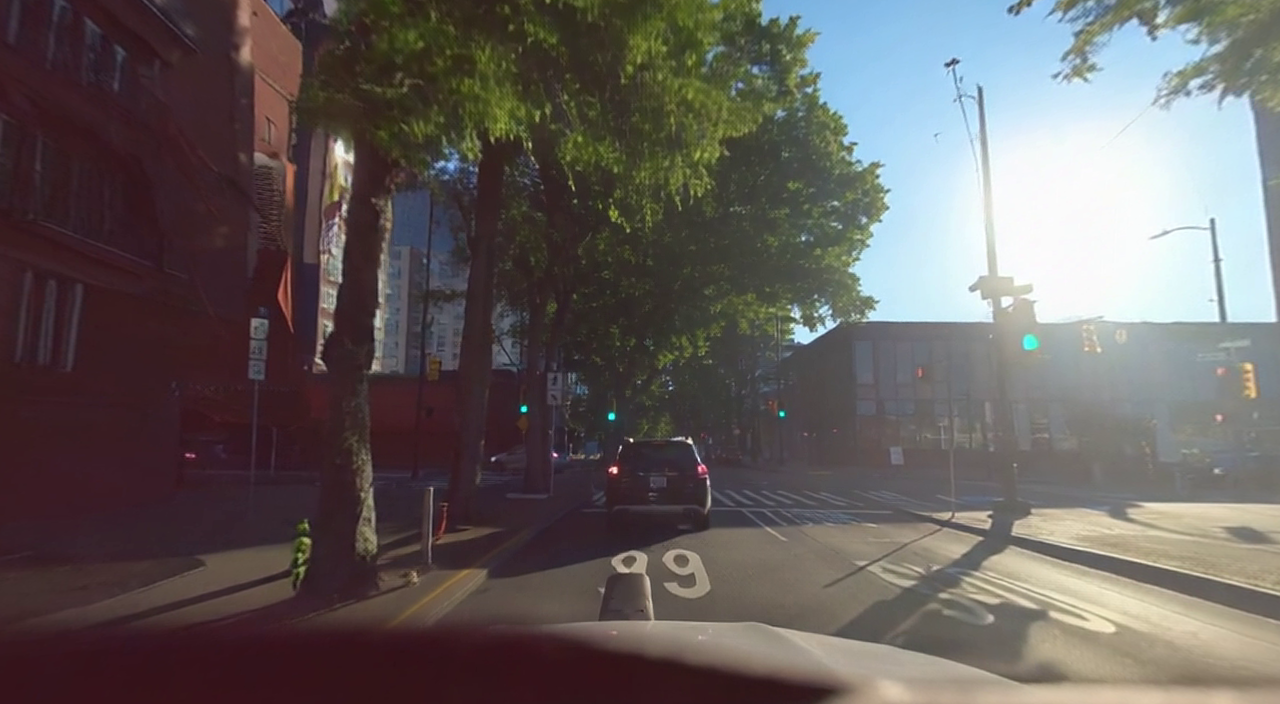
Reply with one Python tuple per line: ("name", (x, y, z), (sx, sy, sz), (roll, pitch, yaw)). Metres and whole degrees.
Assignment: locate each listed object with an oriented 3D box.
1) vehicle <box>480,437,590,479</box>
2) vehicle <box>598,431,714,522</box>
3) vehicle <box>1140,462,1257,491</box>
("vehicle", (-4.235, 4.192, 25.073), (4.282, 1.519, 2.077), (-8, -12, 41))
("vehicle", (0.378, 2.546, 13.342), (2.079, 1.621, 3.861), (-1, -9, 3))
("vehicle", (30.533, 6.793, 34.541), (4.668, 1.441, 1.904), (0, -9, -4))
